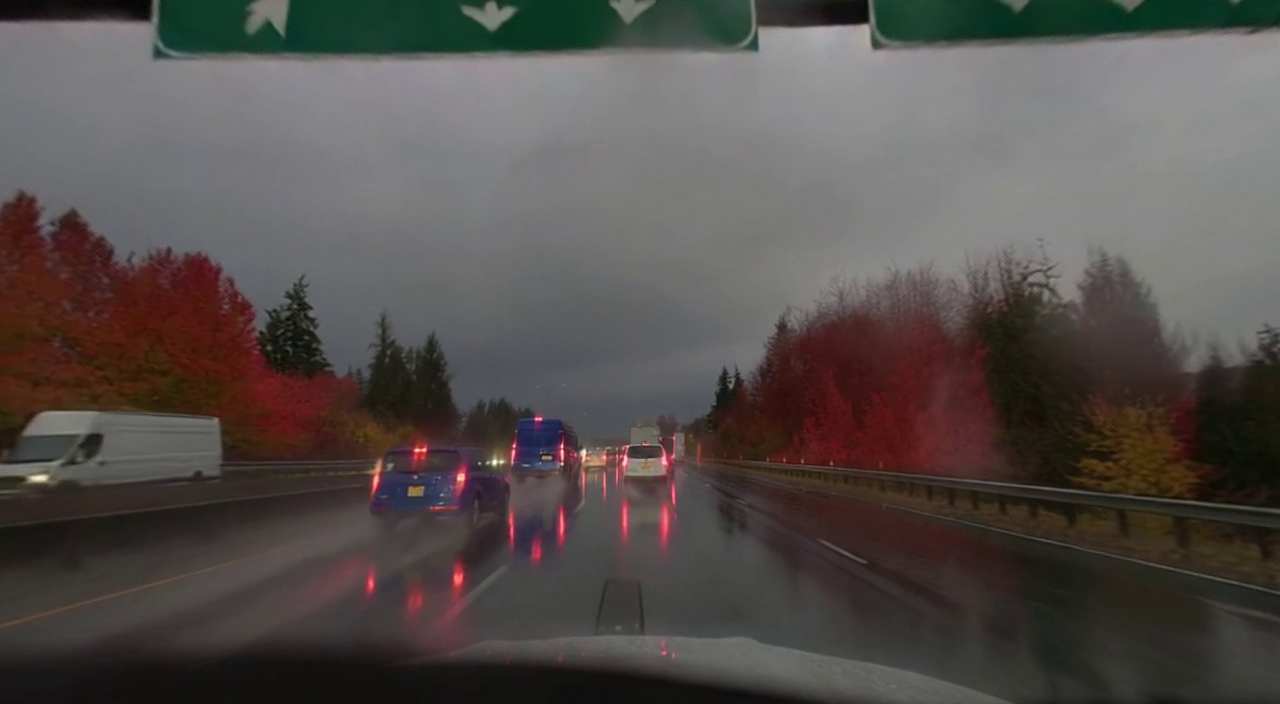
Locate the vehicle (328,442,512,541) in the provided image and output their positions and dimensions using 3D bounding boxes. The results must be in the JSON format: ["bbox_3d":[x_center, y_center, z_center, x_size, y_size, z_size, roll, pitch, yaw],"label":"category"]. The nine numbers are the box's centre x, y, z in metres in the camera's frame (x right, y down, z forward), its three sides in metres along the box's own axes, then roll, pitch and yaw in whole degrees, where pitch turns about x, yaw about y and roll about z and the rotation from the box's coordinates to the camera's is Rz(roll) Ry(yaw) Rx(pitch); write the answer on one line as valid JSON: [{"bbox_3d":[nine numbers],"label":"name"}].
[{"bbox_3d":[-3.790,2.459,11.671,1.977,1.485,3.973,0,-9,0],"label":"vehicle"}]

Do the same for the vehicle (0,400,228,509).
[{"bbox_3d":[-22.171,4.260,26.389,2.958,3.709,9.339,-1,-9,2],"label":"vehicle"}]

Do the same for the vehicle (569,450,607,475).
[{"bbox_3d":[-3.292,7.089,40.602,2.015,1.496,4.312,0,-9,1],"label":"vehicle"}]

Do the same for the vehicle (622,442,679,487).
[{"bbox_3d":[0.421,4.626,26.023,2.195,1.679,4.070,0,-9,0],"label":"vehicle"}]

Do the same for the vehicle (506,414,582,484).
[{"bbox_3d":[-3.990,4.222,27.279,2.275,2.692,5.810,0,-9,1],"label":"vehicle"}]
